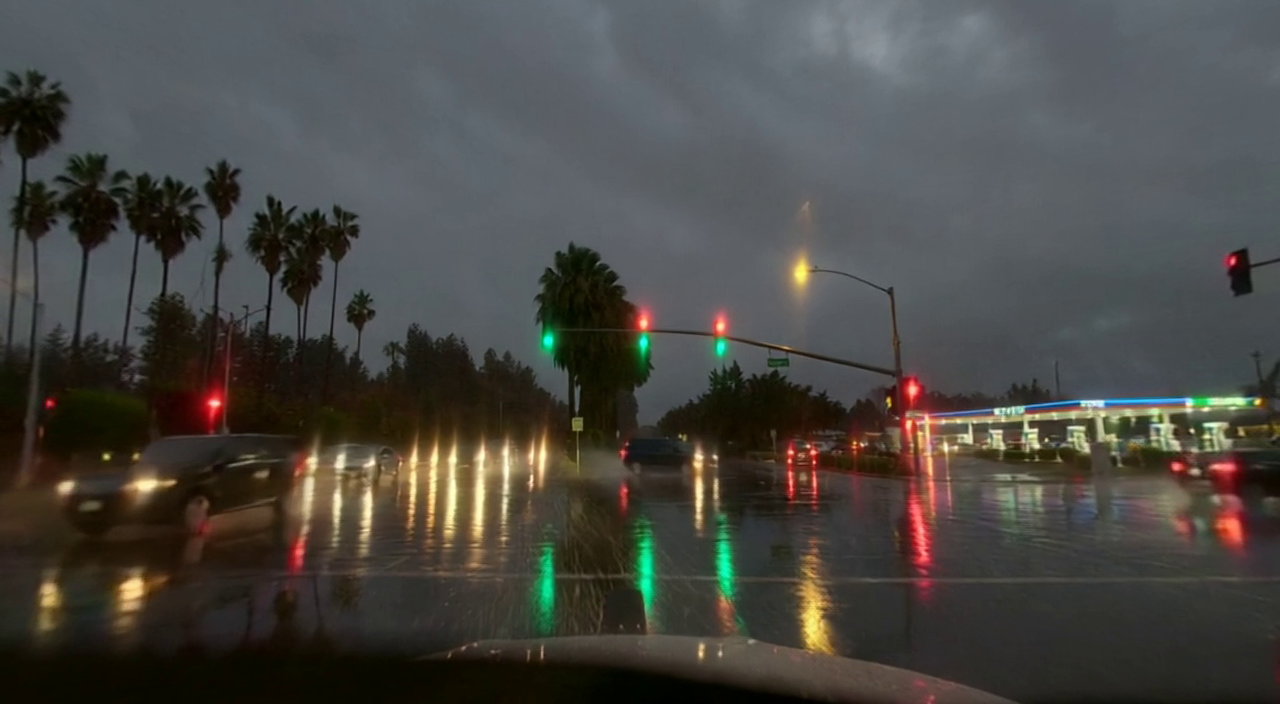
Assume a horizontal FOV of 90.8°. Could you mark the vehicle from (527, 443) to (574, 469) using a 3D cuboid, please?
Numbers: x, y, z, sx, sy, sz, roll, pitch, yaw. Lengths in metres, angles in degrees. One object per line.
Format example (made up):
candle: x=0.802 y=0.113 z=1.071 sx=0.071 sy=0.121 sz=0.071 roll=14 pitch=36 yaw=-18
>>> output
vehicle: x=-5.398 y=6.337 z=38.713 sx=2.079 sy=1.490 sz=5.064 roll=0 pitch=-9 yaw=1

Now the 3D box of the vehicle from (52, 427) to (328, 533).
vehicle: x=-8.446 y=2.418 z=12.577 sx=2.124 sy=1.701 sz=4.551 roll=0 pitch=-9 yaw=0

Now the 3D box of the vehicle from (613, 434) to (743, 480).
vehicle: x=1.494 y=4.122 z=24.899 sx=4.892 sy=1.719 sz=1.929 roll=-1 pitch=-9 yaw=5

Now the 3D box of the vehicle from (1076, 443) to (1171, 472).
vehicle: x=24.253 y=5.296 z=31.740 sx=3.474 sy=1.376 sz=1.538 roll=0 pitch=-9 yaw=-2

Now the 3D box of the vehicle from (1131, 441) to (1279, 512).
vehicle: x=14.194 y=2.751 z=14.165 sx=4.579 sy=1.464 sz=1.983 roll=0 pitch=-9 yaw=3

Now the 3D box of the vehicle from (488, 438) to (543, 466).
vehicle: x=-8.738 y=7.101 z=44.993 sx=2.609 sy=1.865 sz=5.875 roll=0 pitch=-9 yaw=1

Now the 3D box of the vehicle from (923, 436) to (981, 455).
vehicle: x=22.529 y=6.760 z=45.662 sx=3.356 sy=1.395 sz=1.559 roll=0 pitch=-9 yaw=-1

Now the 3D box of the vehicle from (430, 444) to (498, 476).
vehicle: x=-8.751 y=5.421 z=31.927 sx=2.034 sy=1.510 sz=4.647 roll=0 pitch=-9 yaw=1

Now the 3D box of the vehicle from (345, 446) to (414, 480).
vehicle: x=-11.972 y=5.099 z=29.247 sx=1.633 sy=1.460 sz=3.540 roll=0 pitch=-9 yaw=0
